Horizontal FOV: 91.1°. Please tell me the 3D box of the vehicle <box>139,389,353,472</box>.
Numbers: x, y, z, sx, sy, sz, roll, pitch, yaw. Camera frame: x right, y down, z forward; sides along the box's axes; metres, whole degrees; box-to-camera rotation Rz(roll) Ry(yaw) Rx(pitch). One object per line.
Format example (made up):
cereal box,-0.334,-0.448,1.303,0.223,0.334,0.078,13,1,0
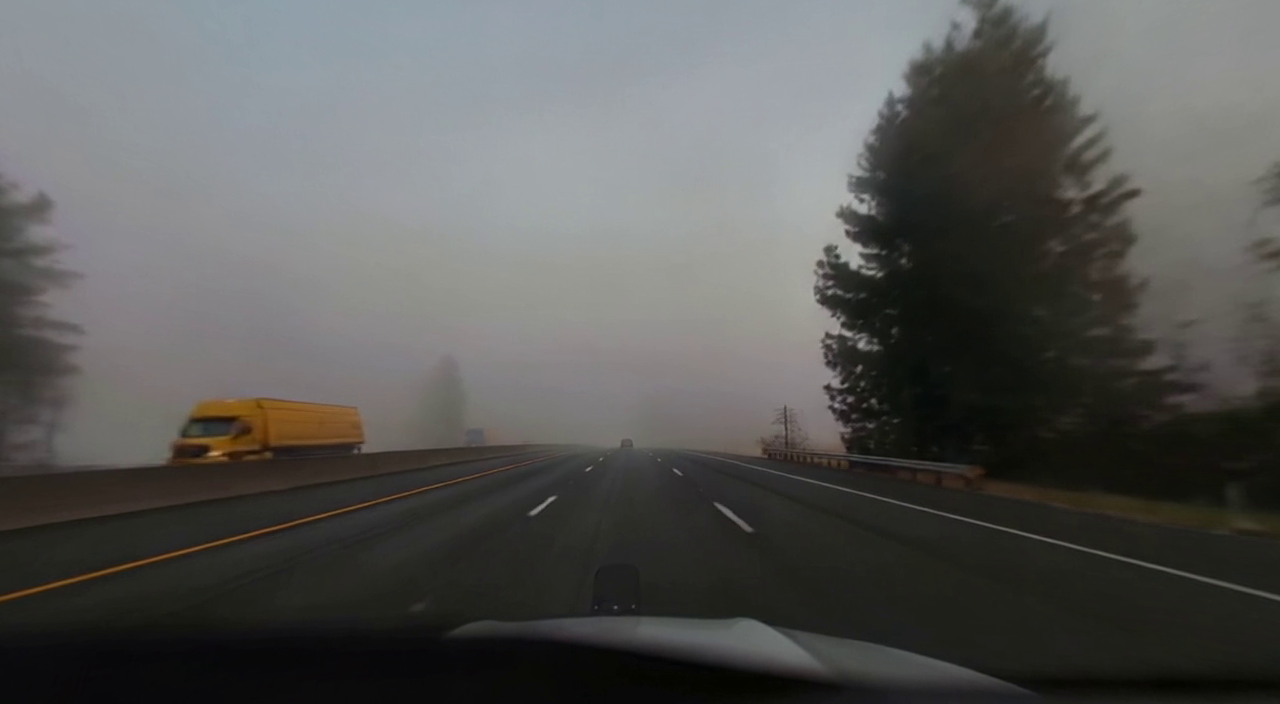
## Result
vehicle,-23.566,5.049,39.853,3.224,4.158,16.324,0,-8,0
